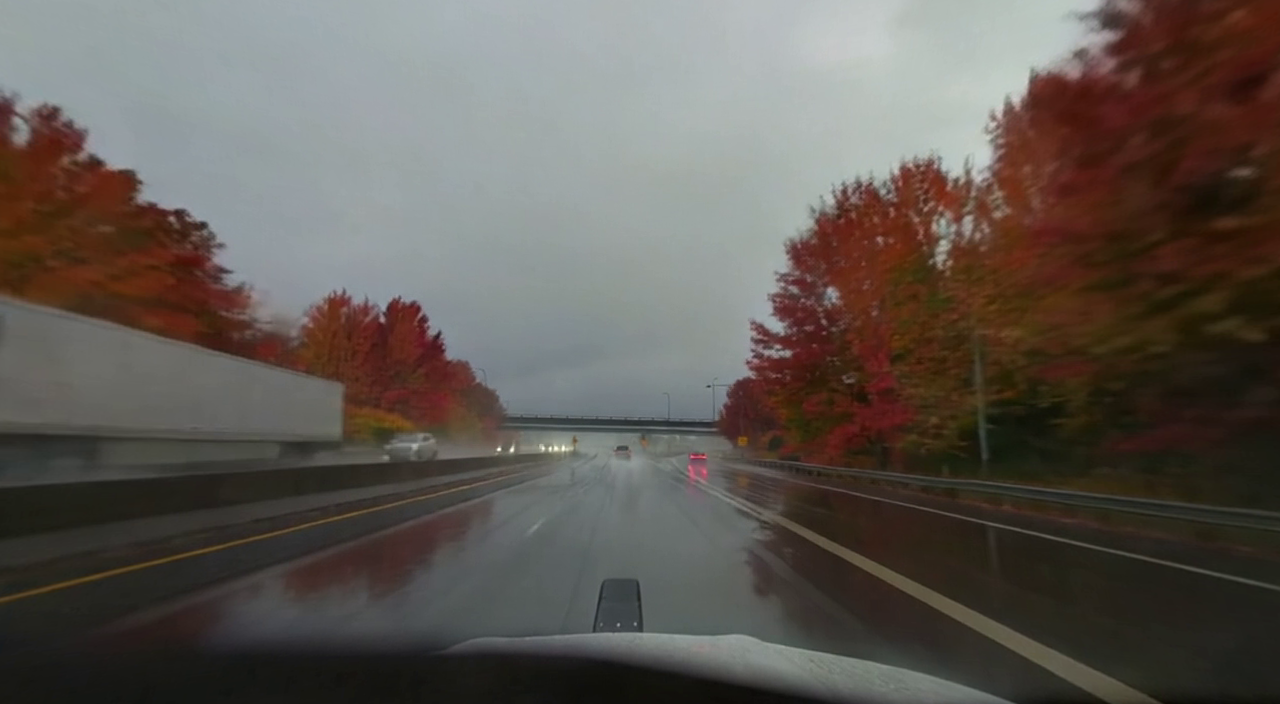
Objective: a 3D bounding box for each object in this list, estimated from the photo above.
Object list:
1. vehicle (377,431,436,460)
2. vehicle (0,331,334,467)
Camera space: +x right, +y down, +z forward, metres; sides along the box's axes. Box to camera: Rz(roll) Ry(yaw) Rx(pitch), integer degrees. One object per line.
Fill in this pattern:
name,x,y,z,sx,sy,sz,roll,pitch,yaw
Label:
vehicle,-13.272,5.368,35.880,1.834,1.496,4.289,0,-9,-1
vehicle,-17.239,2.445,25.370,2.893,3.991,14.139,0,-9,-1
